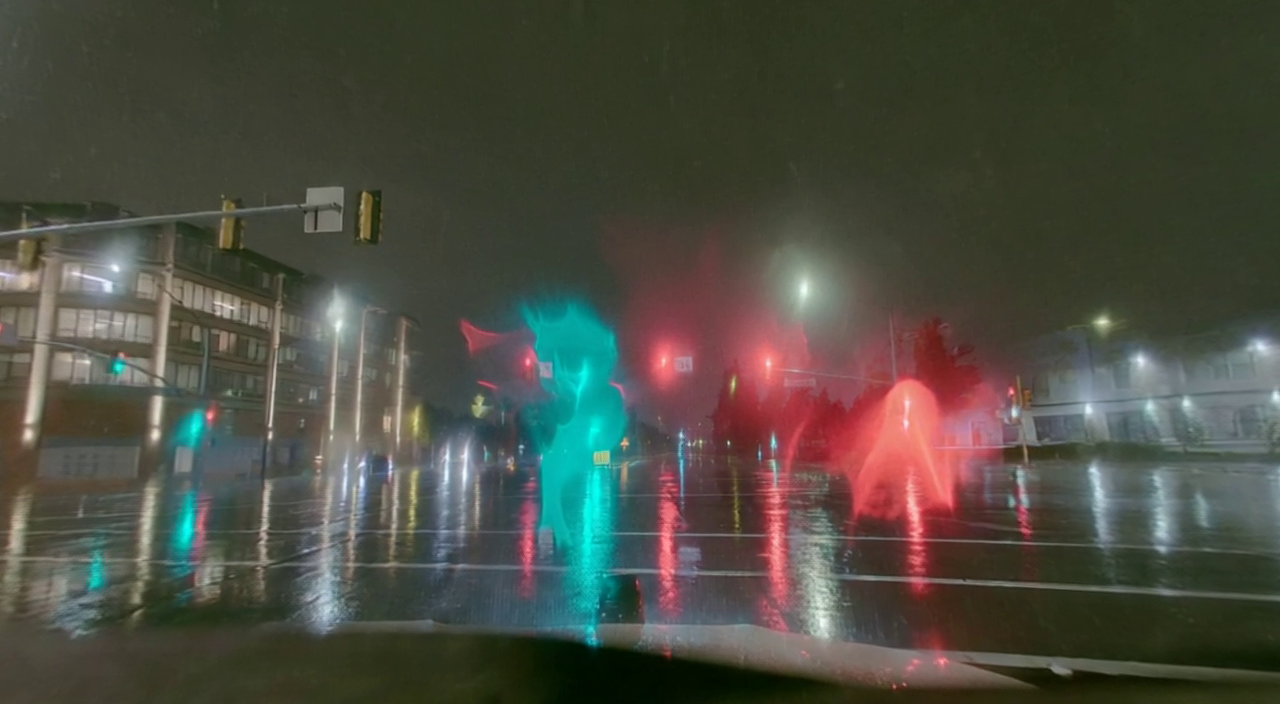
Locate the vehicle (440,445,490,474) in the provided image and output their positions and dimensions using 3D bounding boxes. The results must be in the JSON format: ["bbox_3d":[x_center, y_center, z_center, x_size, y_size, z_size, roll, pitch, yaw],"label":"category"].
[{"bbox_3d":[-12.170,7.476,44.234,2.151,1.847,4.634,0,-9,0],"label":"vehicle"}]

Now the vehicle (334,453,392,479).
[{"bbox_3d":[-18.852,7.744,43.223,1.933,1.664,4.255,0,-9,1],"label":"vehicle"}]
